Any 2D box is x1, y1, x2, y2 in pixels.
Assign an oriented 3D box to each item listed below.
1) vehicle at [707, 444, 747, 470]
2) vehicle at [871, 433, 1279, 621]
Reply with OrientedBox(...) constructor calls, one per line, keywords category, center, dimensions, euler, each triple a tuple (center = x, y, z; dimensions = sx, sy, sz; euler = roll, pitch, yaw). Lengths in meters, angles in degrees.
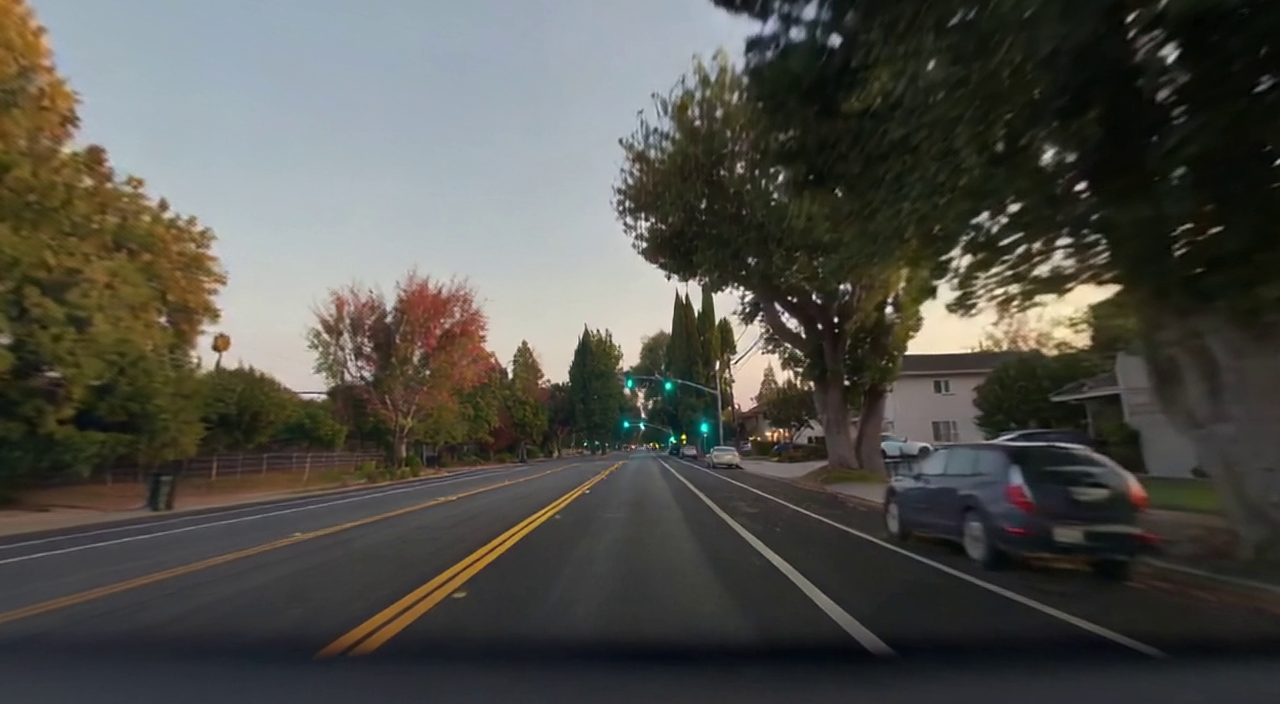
OrientedBox(category="vehicle", center=(5.369, 6.536, 39.436), dimensions=(1.955, 1.549, 4.129), euler=(0, -8, 0))
OrientedBox(category="vehicle", center=(4.812, 1.780, 7.609), dimensions=(2.021, 1.491, 4.906), euler=(1, -8, -2))
